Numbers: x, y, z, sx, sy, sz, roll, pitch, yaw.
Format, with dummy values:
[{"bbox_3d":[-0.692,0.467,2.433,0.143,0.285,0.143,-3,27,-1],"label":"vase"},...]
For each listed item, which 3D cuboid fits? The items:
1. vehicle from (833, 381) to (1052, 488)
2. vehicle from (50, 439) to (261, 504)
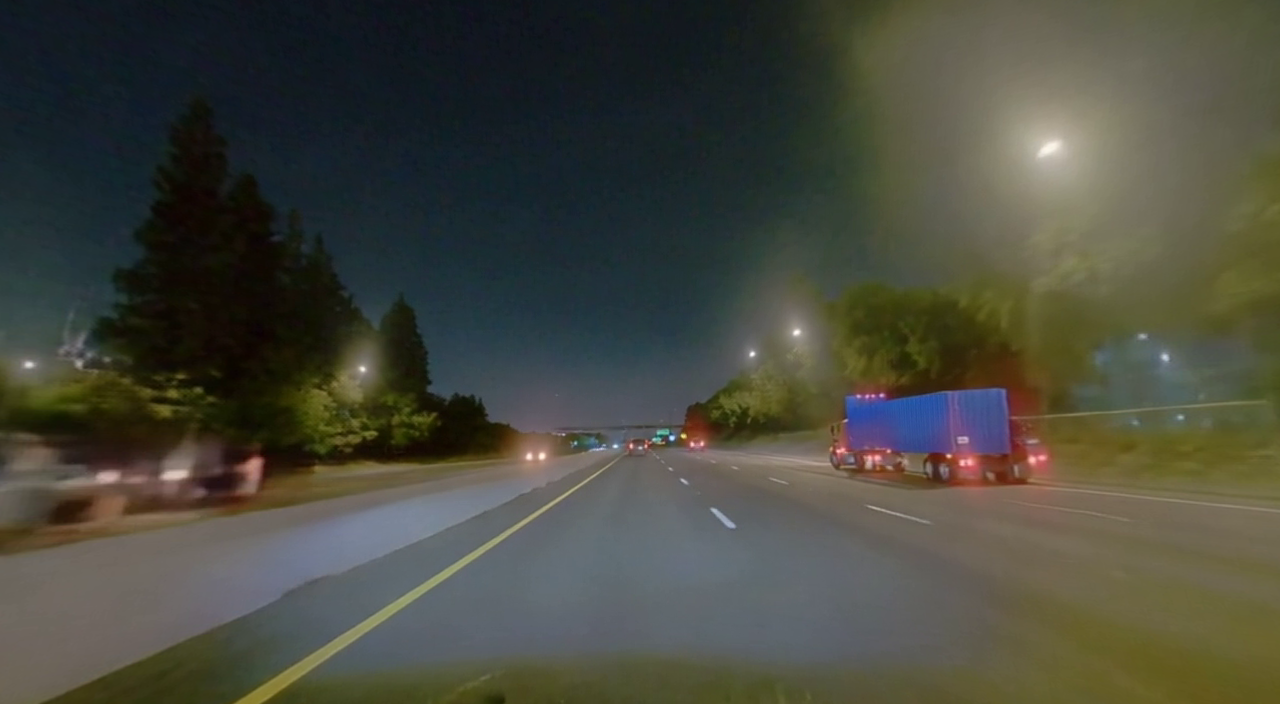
[{"bbox_3d":[10.817,3.278,24.578,2.960,3.207,10.950,0,-8,-1],"label":"vehicle"},{"bbox_3d":[-13.885,3.421,18.661,2.016,1.617,5.258,0,-8,1],"label":"vehicle"}]
